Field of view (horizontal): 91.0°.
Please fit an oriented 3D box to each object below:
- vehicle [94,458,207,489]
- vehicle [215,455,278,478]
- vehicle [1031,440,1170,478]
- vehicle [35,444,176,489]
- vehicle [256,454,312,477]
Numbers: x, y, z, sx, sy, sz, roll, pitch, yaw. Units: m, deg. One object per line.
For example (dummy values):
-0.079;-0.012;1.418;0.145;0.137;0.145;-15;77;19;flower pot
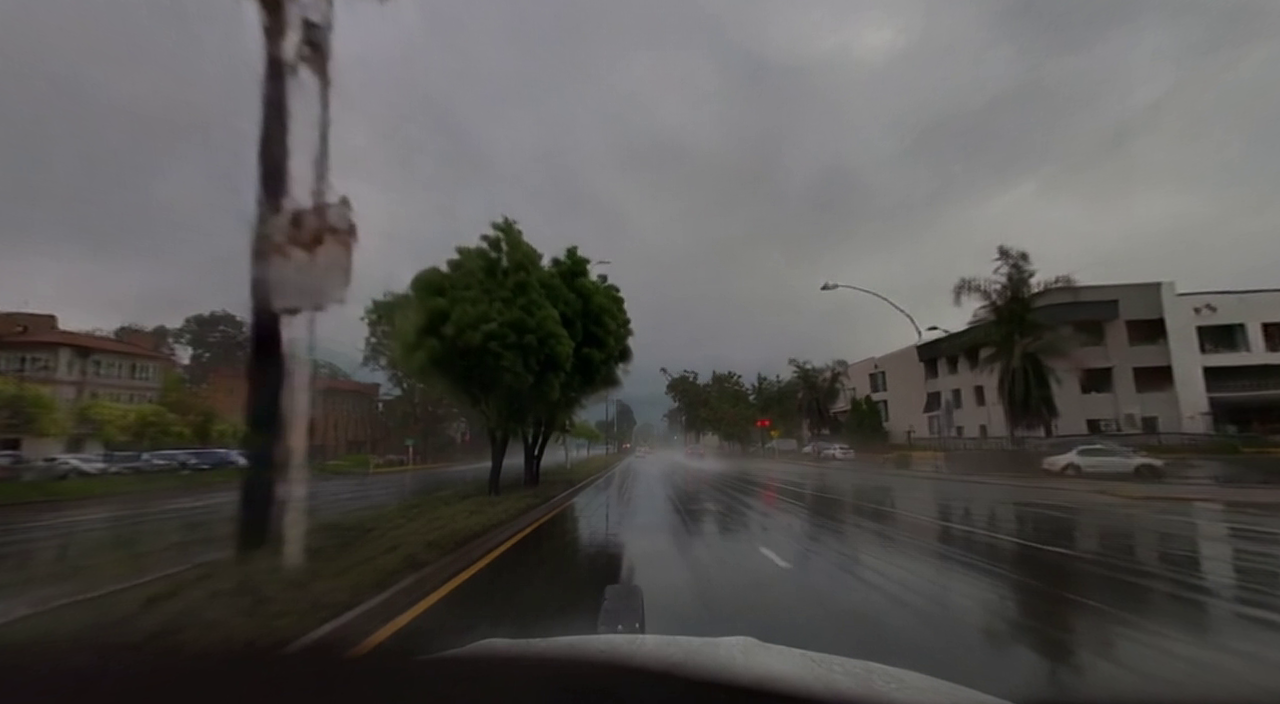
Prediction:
-25.652;6.386;33.228;1.970;1.446;4.674;-3;-10;4;vehicle
-29.085;8.441;46.643;1.883;1.575;4.314;-1;-10;-1;vehicle
20.291;4.732;27.854;4.472;1.521;2.090;-1;-10;-2;vehicle
-28.489;6.084;33.964;2.333;2.153;6.030;0;-9;-1;vehicle
-26.570;8.458;47.114;1.914;1.581;4.486;-1;-10;-5;vehicle
